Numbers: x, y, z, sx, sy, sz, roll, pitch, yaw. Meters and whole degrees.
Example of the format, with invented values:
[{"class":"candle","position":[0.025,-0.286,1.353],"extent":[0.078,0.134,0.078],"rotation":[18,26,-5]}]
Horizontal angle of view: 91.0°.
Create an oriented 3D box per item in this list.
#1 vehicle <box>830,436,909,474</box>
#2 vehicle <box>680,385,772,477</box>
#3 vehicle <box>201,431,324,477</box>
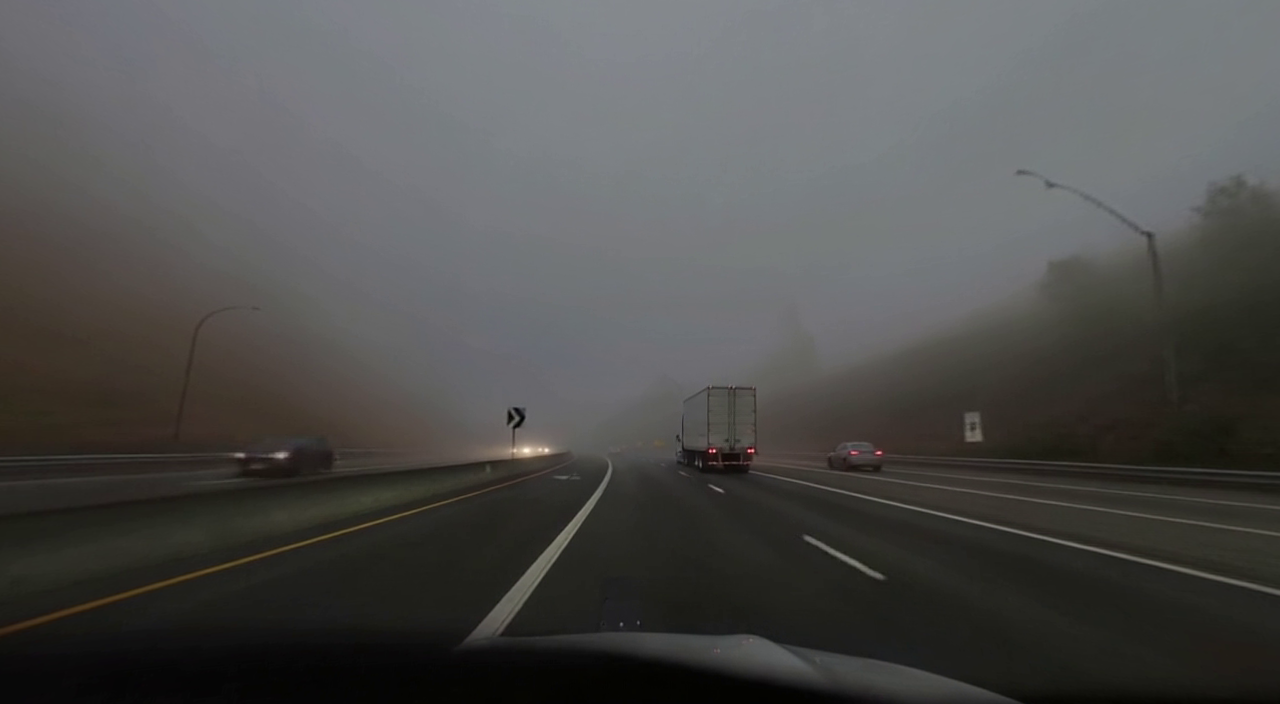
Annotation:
[{"class":"vehicle","position":[11.322,5.120,31.498],"extent":[2.046,1.741,4.769],"rotation":[0,-9,-1]},{"class":"vehicle","position":[4.025,4.191,32.549],"extent":[3.049,3.968,10.706],"rotation":[0,-9,-1]},{"class":"vehicle","position":[-18.486,5.058,31.313],"extent":[2.370,2.038,5.969],"rotation":[0,-9,0]}]
